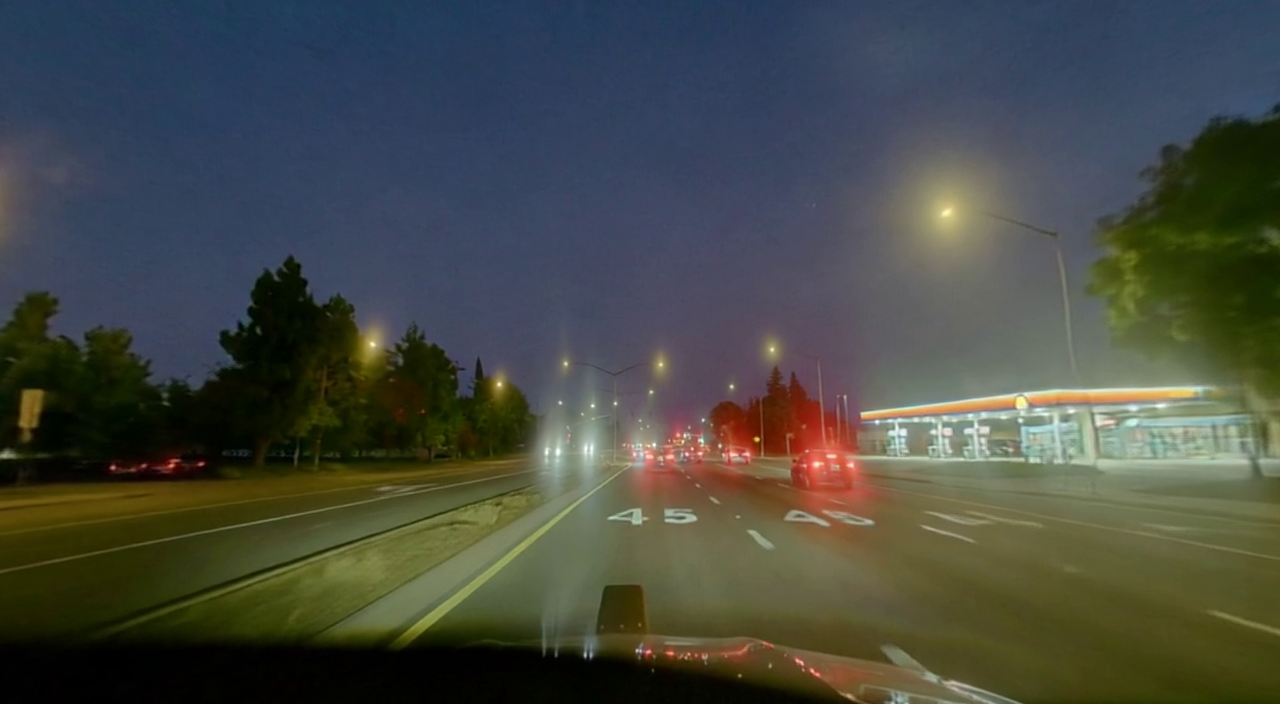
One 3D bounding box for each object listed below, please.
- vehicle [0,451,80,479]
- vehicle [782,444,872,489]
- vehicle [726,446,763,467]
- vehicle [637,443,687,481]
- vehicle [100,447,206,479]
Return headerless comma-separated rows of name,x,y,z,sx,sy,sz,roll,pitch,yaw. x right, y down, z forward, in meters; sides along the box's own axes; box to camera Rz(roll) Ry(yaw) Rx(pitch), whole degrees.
vehicle,-36.951,6.754,37.807,1.925,1.568,4.769,0,-8,1
vehicle,6.727,4.131,23.114,1.918,1.484,4.456,0,-8,0
vehicle,7.744,7.741,46.881,1.930,1.479,4.477,0,-8,0
vehicle,0.865,4.675,27.135,1.971,1.479,4.493,0,-8,0
vehicle,-29.130,6.626,37.831,2.011,1.762,5.267,0,-8,3
